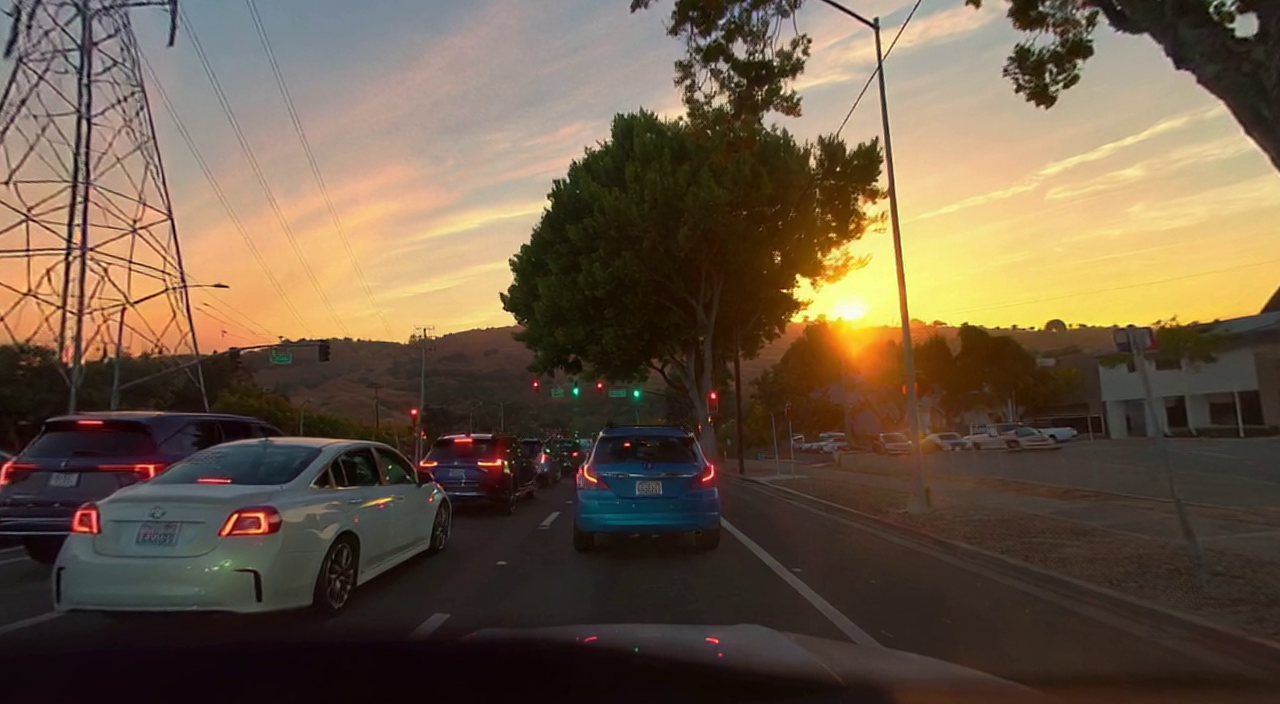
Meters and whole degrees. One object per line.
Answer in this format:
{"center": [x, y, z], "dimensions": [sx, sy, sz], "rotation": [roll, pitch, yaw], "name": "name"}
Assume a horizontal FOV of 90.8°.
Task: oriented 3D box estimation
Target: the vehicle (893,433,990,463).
{"center": [15.086, 4.800, 31.708], "dimensions": [3.858, 1.437, 1.899], "rotation": [0, -8, -4], "name": "vehicle"}

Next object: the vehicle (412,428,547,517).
{"center": [-3.260, 2.520, 13.677], "dimensions": [1.997, 1.636, 3.760], "rotation": [0, -8, -1], "name": "vehicle"}

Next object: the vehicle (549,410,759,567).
{"center": [0.079, 1.771, 8.949], "dimensions": [2.239, 1.661, 4.224], "rotation": [0, -8, -2], "name": "vehicle"}

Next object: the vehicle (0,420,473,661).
{"center": [-3.179, 1.496, 6.209], "dimensions": [1.973, 1.469, 4.448], "rotation": [0, -8, -2], "name": "vehicle"}
